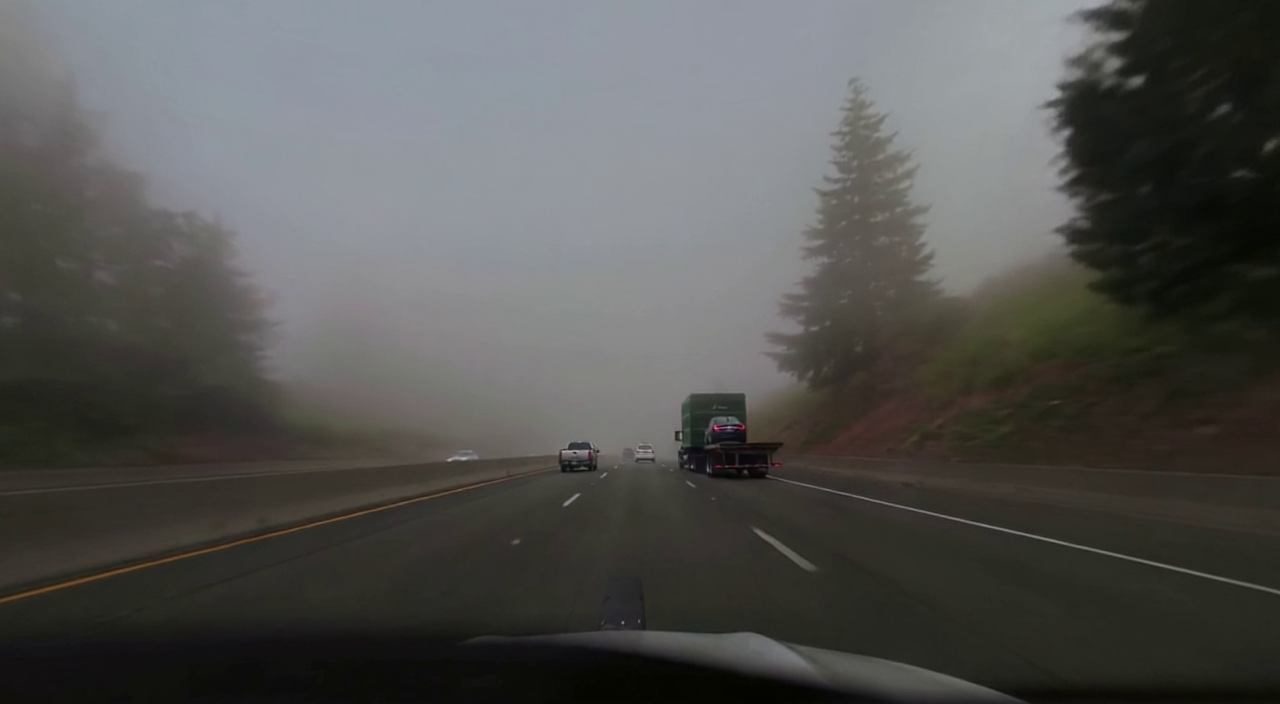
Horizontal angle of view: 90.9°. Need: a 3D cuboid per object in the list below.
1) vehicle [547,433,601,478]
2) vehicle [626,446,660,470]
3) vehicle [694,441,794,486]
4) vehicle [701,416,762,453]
[{"bbox_3d":[-3.188,5.140,31.337,2.142,2.044,4.446,0,-9,1],"label":"vehicle"},{"bbox_3d":[0.199,6.918,41.167,2.086,1.497,3.681,0,-9,0],"label":"vehicle"},{"bbox_3d":[4.132,4.749,27.296,2.654,1.574,9.537,0,-9,-1],"label":"vehicle"},{"bbox_3d":[4.022,3.776,28.433,1.968,1.547,4.215,0,-9,-2],"label":"vehicle"}]
